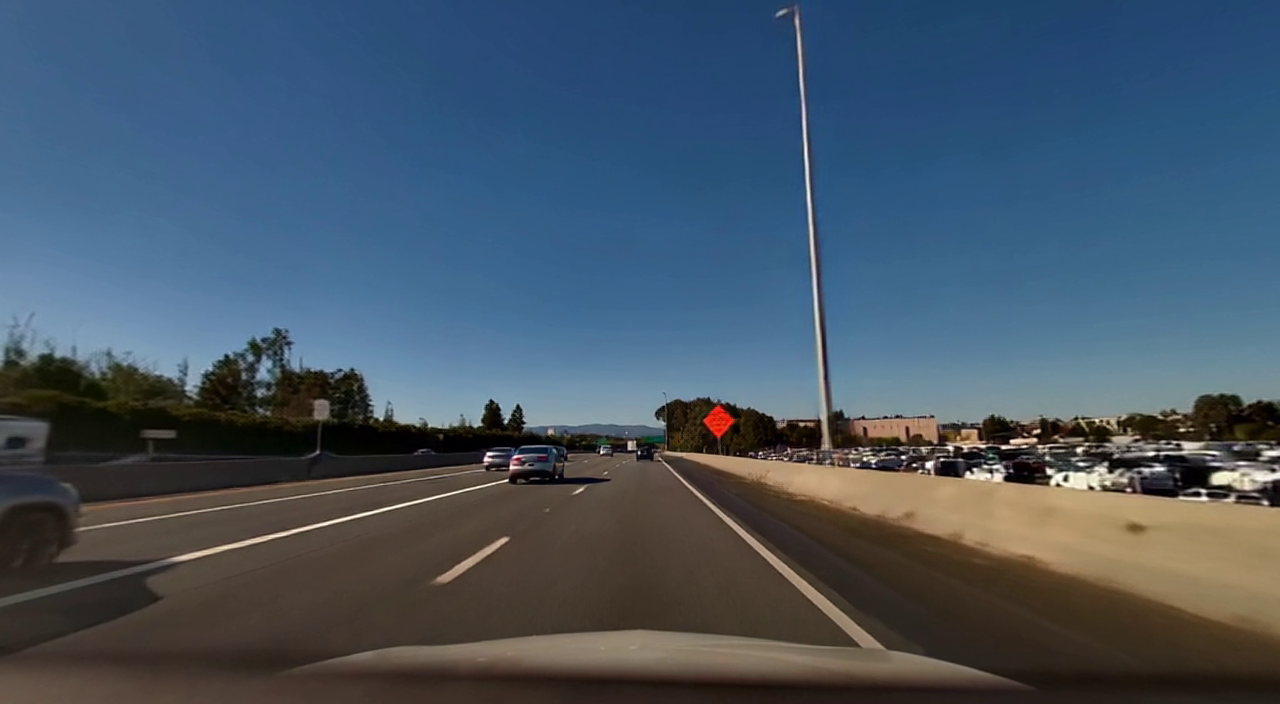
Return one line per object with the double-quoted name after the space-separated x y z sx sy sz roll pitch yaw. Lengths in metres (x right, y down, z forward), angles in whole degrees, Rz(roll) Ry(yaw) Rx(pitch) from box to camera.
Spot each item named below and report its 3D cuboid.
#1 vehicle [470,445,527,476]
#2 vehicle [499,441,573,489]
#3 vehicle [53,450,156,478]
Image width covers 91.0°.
-7.537 5.808 33.902 1.991 1.538 4.360 0 -9 1 "vehicle"
-3.944 4.354 24.598 2.070 1.665 4.213 0 -9 1 "vehicle"
-32.574 6.814 38.529 1.850 1.534 4.913 0 -9 2 "vehicle"
